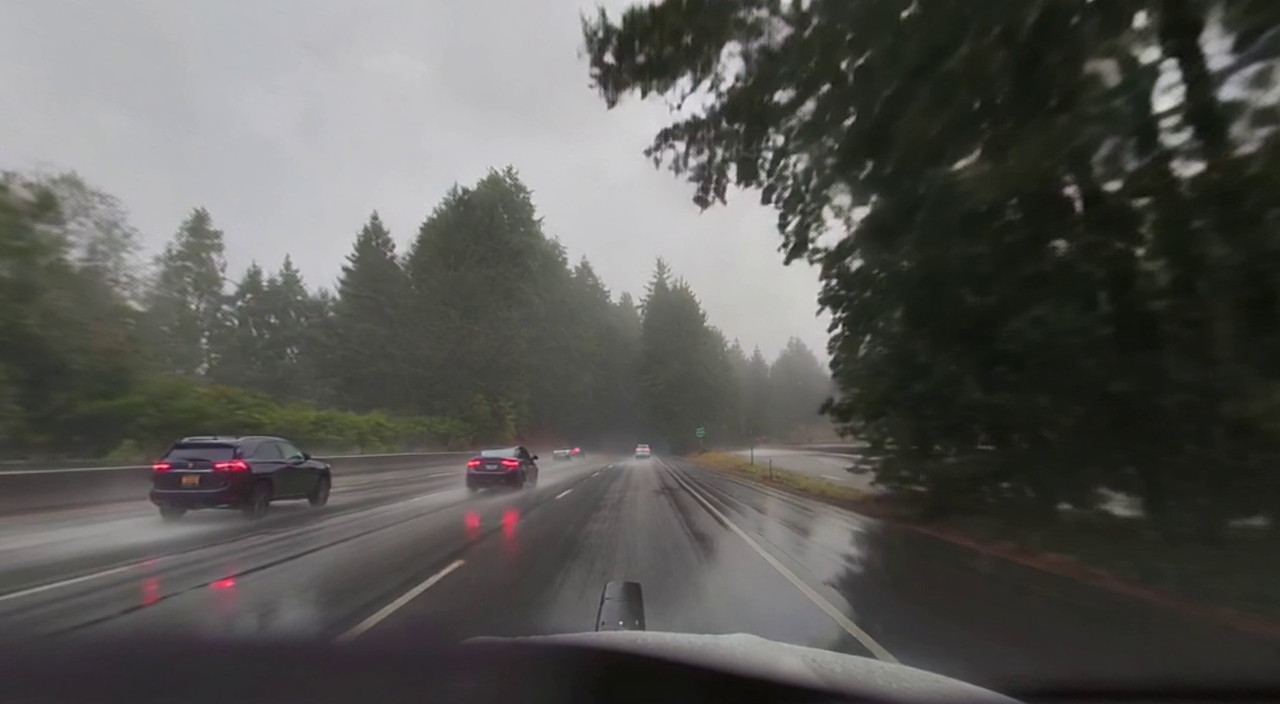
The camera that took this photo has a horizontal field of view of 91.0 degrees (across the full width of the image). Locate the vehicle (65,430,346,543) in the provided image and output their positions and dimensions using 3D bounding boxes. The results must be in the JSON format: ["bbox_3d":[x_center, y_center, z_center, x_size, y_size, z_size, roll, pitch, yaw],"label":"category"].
[{"bbox_3d":[-7.292,2.273,11.260,2.007,1.616,4.141,0,-9,1],"label":"vehicle"}]

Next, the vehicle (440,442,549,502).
[{"bbox_3d":[-4.151,3.497,18.877,2.104,1.558,4.639,0,-9,1],"label":"vehicle"}]
